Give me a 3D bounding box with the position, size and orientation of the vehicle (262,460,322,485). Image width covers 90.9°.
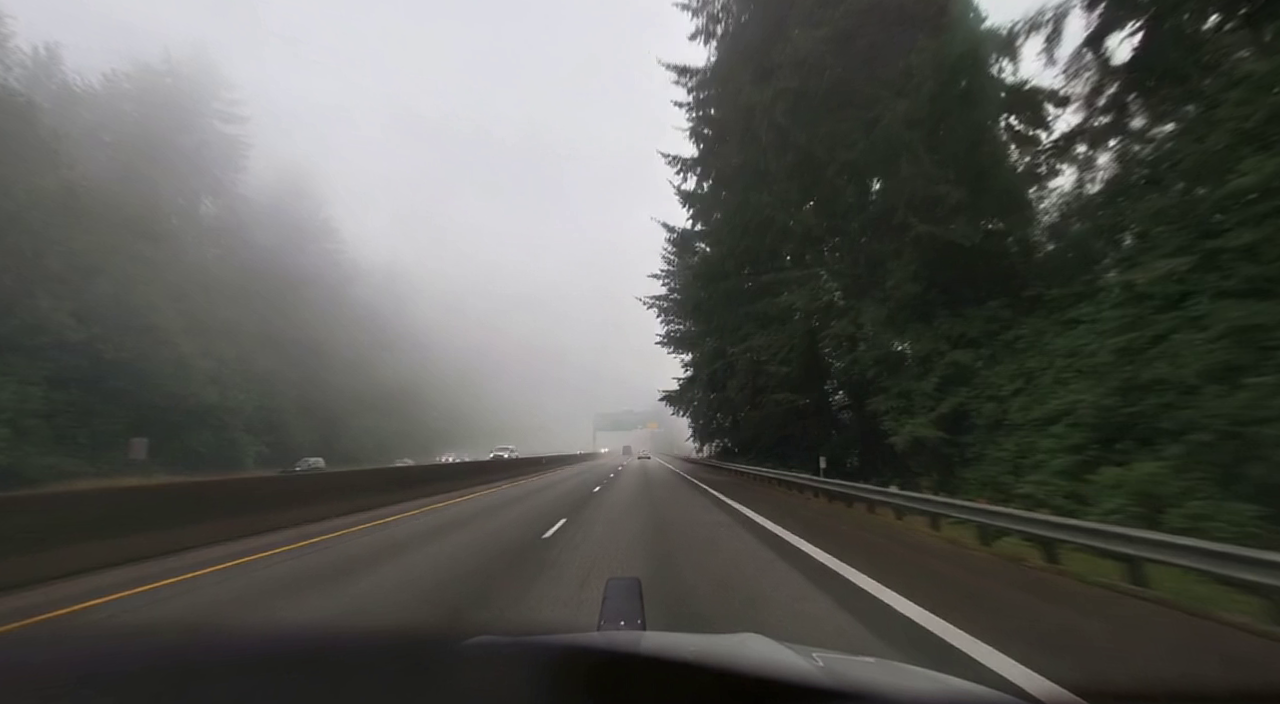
[{"bbox_3d":[-22.295,7.708,40.518,1.867,1.446,3.808,1,-9,-5],"label":"vehicle"}]
